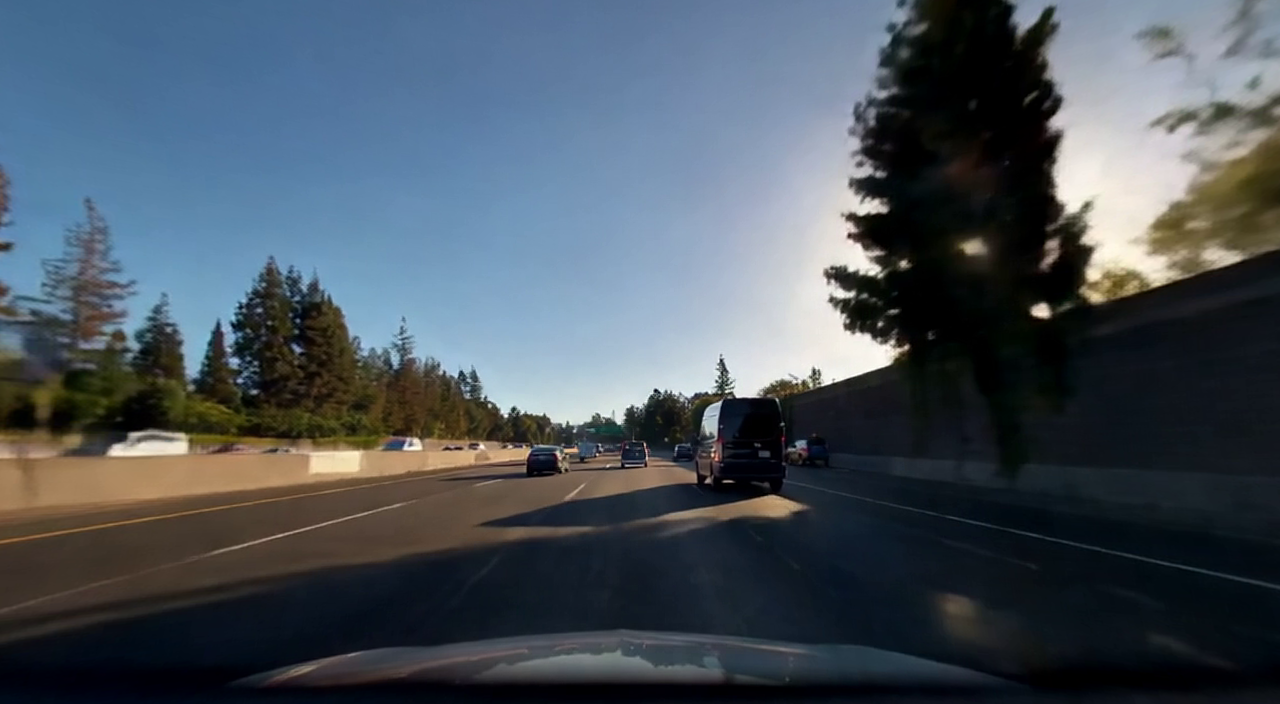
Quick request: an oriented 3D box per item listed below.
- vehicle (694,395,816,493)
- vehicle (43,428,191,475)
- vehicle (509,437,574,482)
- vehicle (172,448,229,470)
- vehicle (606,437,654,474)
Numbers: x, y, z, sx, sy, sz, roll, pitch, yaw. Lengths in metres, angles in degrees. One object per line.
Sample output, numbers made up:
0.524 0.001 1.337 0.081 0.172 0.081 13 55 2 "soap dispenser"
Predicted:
3.489 3.055 20.985 2.631 2.709 6.496 0 -8 -2 "vehicle"
-17.260 3.309 21.105 1.932 1.435 3.510 0 -8 -1 "vehicle"
-4.046 4.482 26.706 2.023 1.709 4.263 0 -8 0 "vehicle"
-28.753 6.982 41.424 1.469 1.316 3.179 0 -8 0 "vehicle"
-0.545 5.351 32.857 2.297 1.783 4.355 0 -8 -1 "vehicle"
